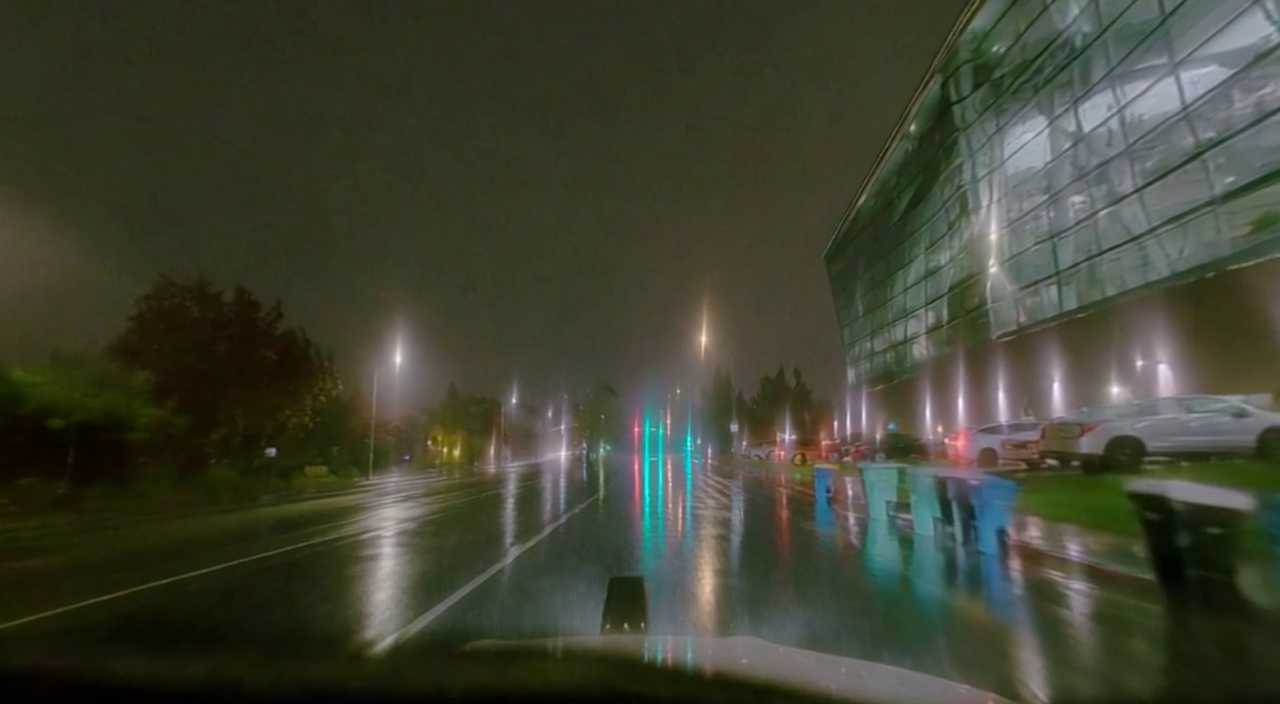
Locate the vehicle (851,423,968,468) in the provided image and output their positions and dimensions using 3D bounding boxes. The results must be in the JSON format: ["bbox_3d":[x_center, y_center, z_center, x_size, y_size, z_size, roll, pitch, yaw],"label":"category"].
[{"bbox_3d":[12.638,4.422,29.774,4.478,1.578,1.944,-6,-9,2],"label":"vehicle"}]

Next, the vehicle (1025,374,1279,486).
[{"bbox_3d":[12.364,1.785,14.644,5.136,1.945,2.153,-7,-9,3],"label":"vehicle"}]
